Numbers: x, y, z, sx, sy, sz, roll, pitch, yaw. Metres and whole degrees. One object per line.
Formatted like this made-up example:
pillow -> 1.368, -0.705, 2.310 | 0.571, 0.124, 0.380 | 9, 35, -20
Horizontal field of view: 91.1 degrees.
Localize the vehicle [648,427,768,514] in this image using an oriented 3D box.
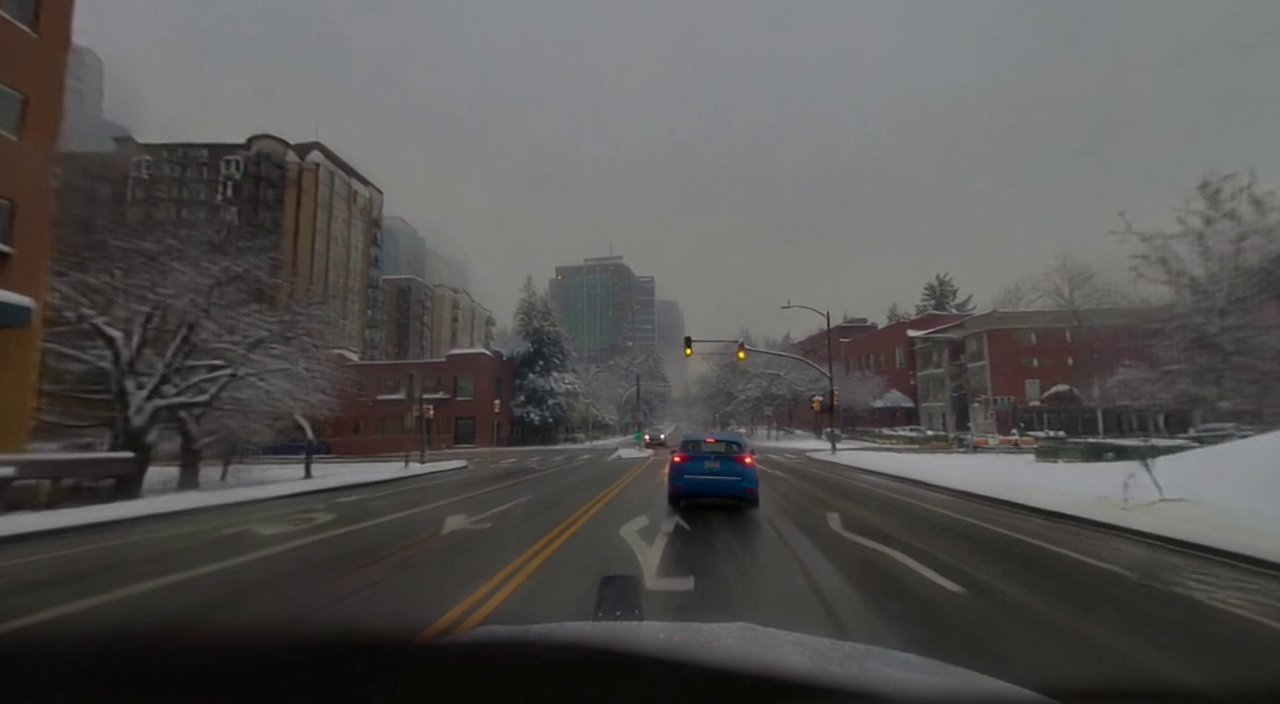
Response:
vehicle -> 1.268, 2.226, 12.453 | 1.950, 1.401, 4.159 | -1, -8, 4
